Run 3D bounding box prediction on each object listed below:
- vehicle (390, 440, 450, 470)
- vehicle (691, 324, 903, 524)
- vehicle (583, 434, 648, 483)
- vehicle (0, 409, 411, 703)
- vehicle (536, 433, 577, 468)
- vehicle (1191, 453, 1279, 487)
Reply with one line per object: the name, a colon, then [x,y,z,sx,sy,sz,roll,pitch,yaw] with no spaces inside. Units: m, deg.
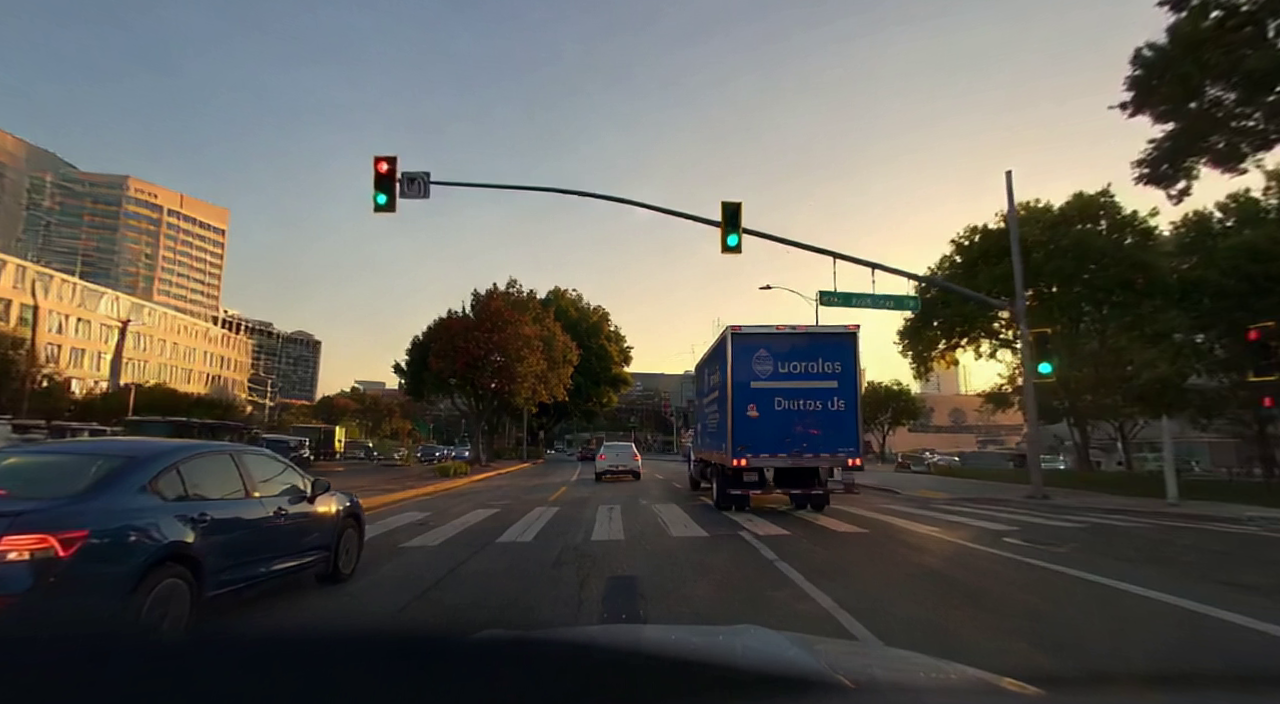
vehicle: [-13.332,6.263,38.361,2.241,1.705,4.807,1,-9,-4]
vehicle: [3.195,1.907,15.734,2.905,3.644,8.441,0,-9,-1]
vehicle: [-1.056,4.304,25.640,2.388,1.811,4.455,1,-9,-4]
vehicle: [-3.748,1.386,5.462,1.828,1.515,4.422,0,-9,0]
vehicle: [-5.581,6.660,42.667,2.269,2.181,5.787,0,-9,-3]
vehicle: [32.182,6.291,33.765,4.767,1.660,2.089,5,-9,-28]
